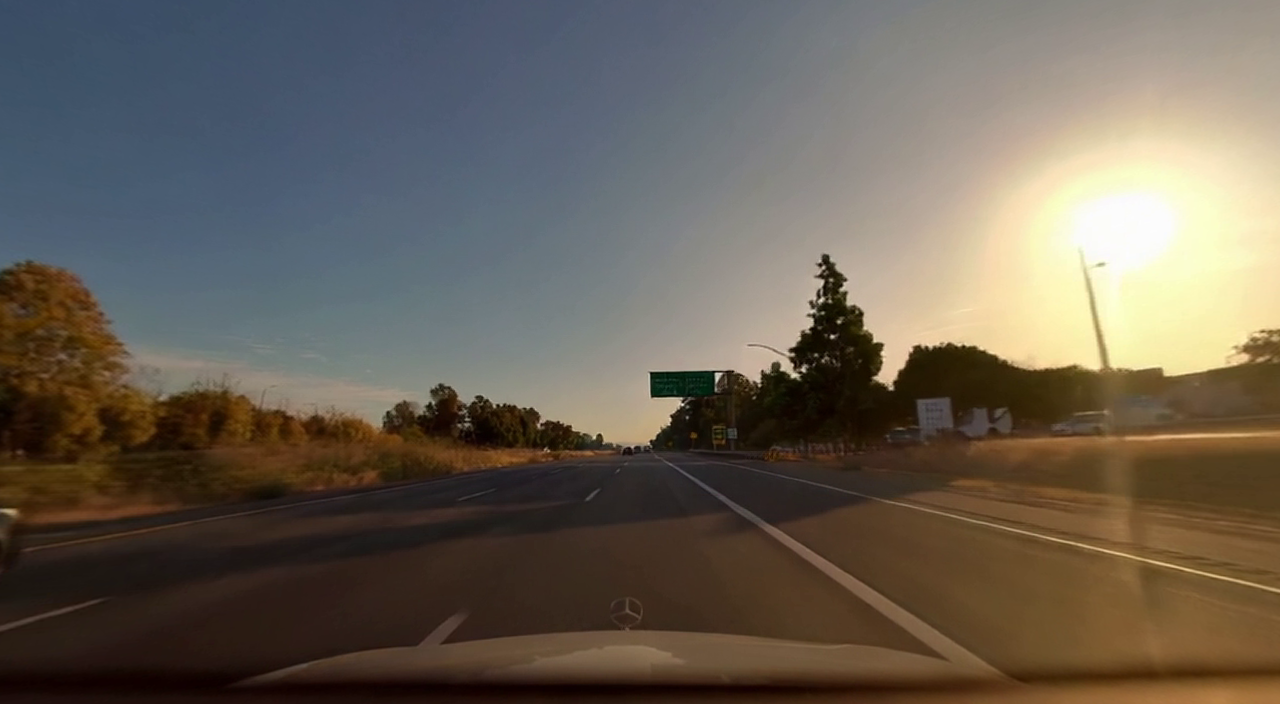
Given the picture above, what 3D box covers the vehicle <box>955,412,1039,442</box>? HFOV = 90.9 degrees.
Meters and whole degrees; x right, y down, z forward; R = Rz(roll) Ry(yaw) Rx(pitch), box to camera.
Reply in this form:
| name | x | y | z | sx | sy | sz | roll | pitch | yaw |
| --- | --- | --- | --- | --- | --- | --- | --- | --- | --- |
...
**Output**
| name | x | y | z | sx | sy | sz | roll | pitch | yaw |
| --- | --- | --- | --- | --- | --- | --- | --- | --- | --- |
| vehicle | 23.543 | 5.034 | 41.950 | 2.268 | 1.833 | 5.691 | 0 | -8 | 0 |
